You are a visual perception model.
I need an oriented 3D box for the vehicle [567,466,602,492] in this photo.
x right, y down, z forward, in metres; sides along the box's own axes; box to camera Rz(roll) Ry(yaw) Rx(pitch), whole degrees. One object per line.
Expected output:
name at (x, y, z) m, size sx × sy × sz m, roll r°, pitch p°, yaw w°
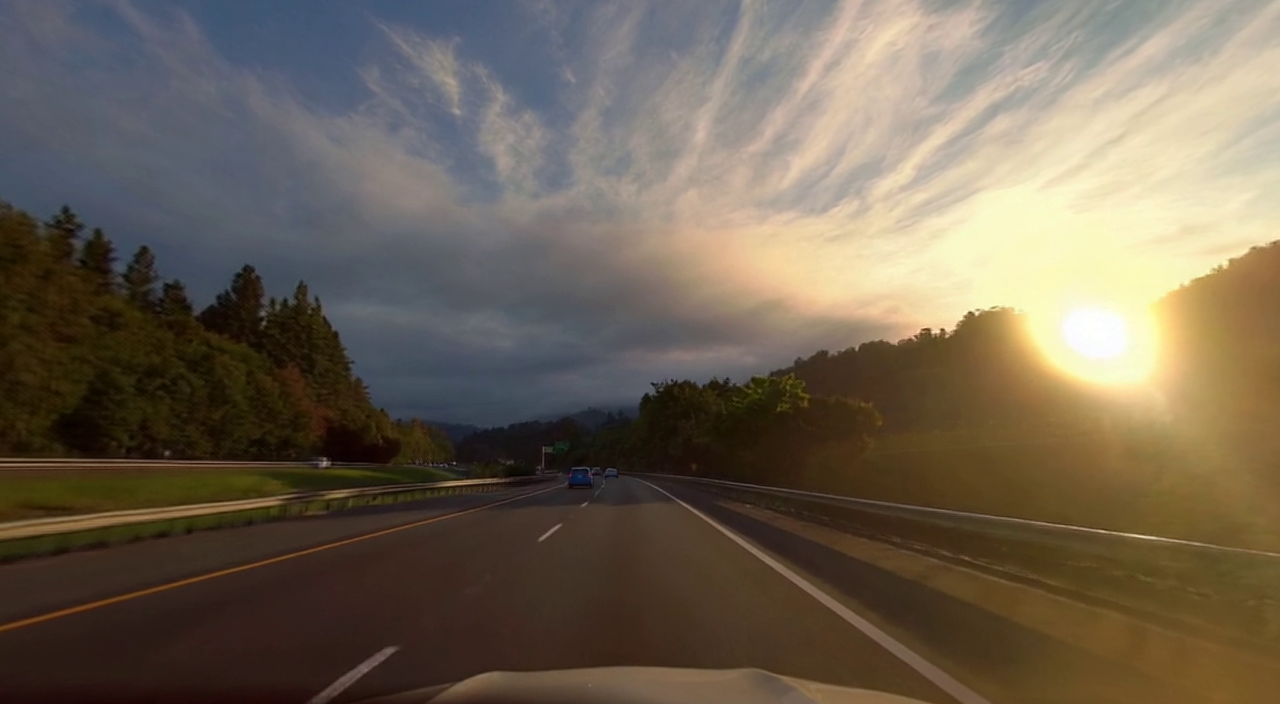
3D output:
vehicle at (-3.613, 8.374, 41.775) m, size 1.967 × 1.556 × 4.364 m, roll 1°, pitch -10°, yaw -1°
